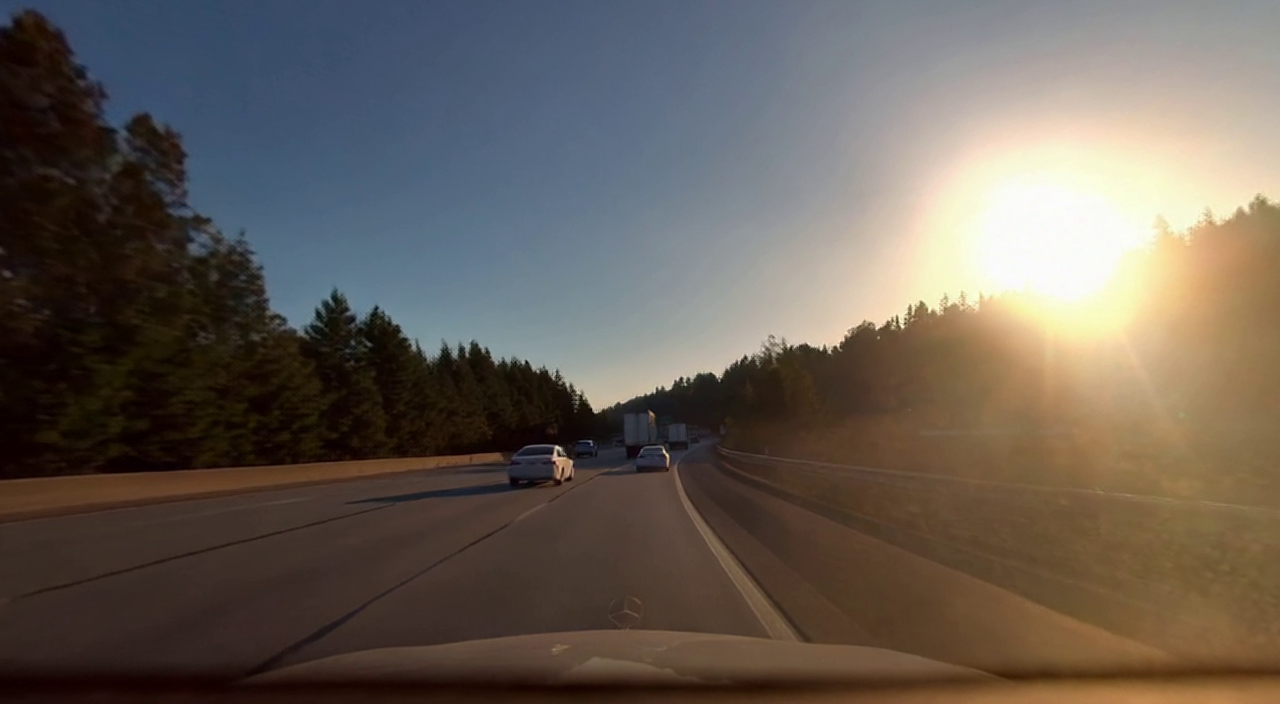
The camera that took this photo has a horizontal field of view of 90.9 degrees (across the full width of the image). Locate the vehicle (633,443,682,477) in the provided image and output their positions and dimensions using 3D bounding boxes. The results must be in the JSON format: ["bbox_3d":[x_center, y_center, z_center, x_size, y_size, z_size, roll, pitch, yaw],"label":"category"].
[{"bbox_3d":[0.786,4.719,27.865,1.984,1.365,3.767,-1,-9,2],"label":"vehicle"}]

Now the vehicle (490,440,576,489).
[{"bbox_3d":[-3.523,3.811,21.715,1.916,1.486,4.631,-1,-9,3],"label":"vehicle"}]
